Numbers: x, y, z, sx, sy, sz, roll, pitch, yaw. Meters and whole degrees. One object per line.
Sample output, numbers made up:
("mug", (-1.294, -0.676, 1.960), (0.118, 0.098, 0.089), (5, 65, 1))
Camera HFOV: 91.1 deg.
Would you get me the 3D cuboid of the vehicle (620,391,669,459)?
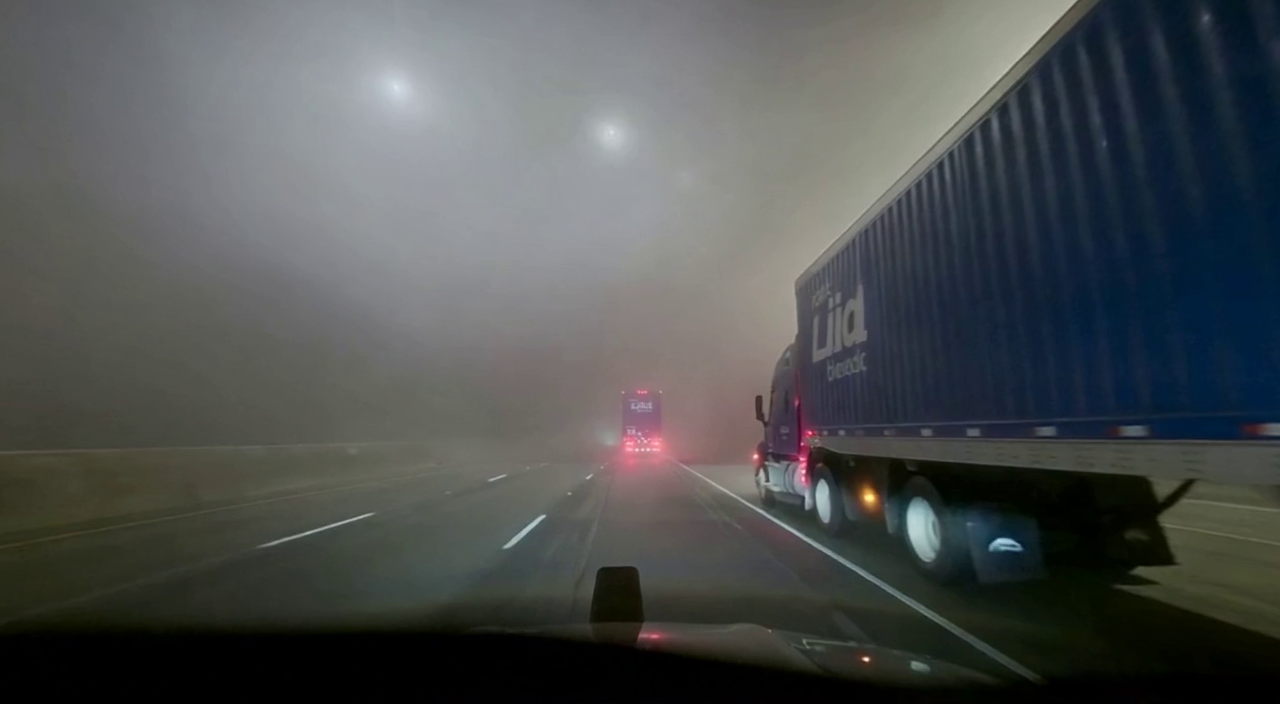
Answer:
("vehicle", (0.223, 5.522, 46.251), (3.034, 4.194, 14.704), (0, -8, 0))
